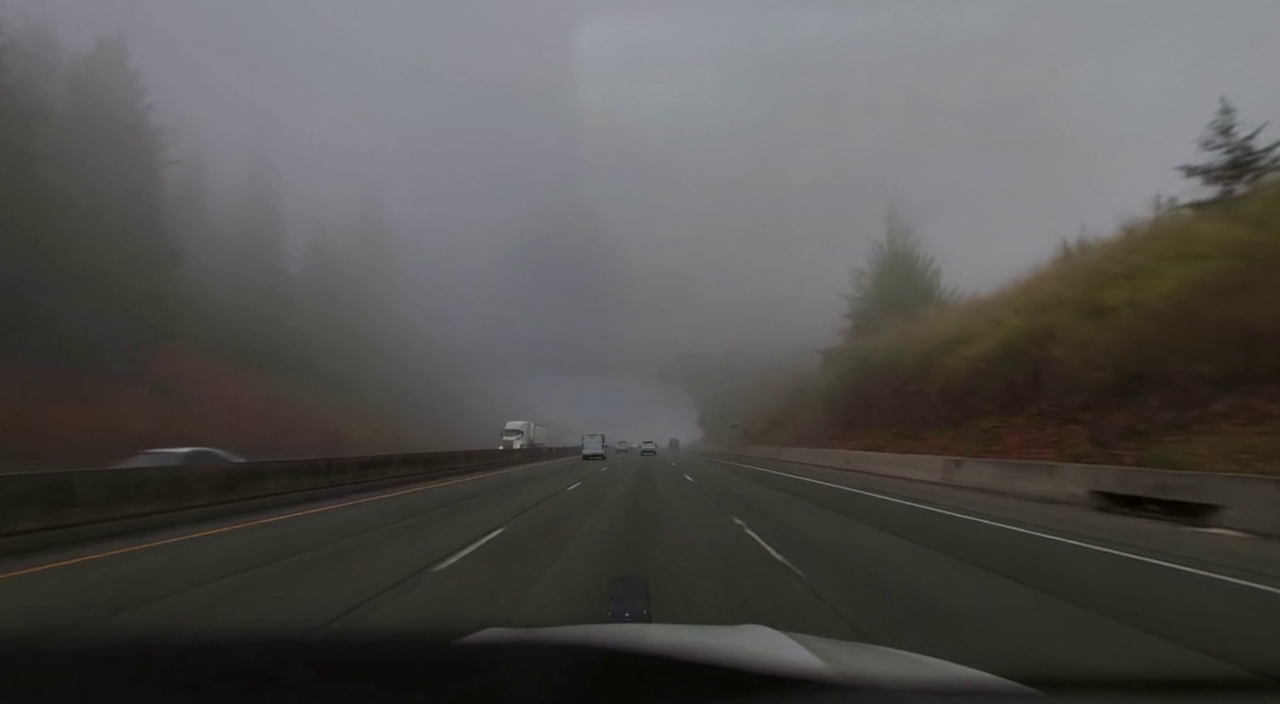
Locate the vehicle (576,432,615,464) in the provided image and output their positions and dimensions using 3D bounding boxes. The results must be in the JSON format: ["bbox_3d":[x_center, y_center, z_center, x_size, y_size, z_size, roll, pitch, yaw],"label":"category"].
[{"bbox_3d":[-3.002,6.602,43.355,2.286,2.011,4.452,0,-8,2],"label":"vehicle"}]

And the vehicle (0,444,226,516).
[{"bbox_3d":[-12.895,3.070,15.736,1.911,1.515,4.508,0,-8,1],"label":"vehicle"}]
